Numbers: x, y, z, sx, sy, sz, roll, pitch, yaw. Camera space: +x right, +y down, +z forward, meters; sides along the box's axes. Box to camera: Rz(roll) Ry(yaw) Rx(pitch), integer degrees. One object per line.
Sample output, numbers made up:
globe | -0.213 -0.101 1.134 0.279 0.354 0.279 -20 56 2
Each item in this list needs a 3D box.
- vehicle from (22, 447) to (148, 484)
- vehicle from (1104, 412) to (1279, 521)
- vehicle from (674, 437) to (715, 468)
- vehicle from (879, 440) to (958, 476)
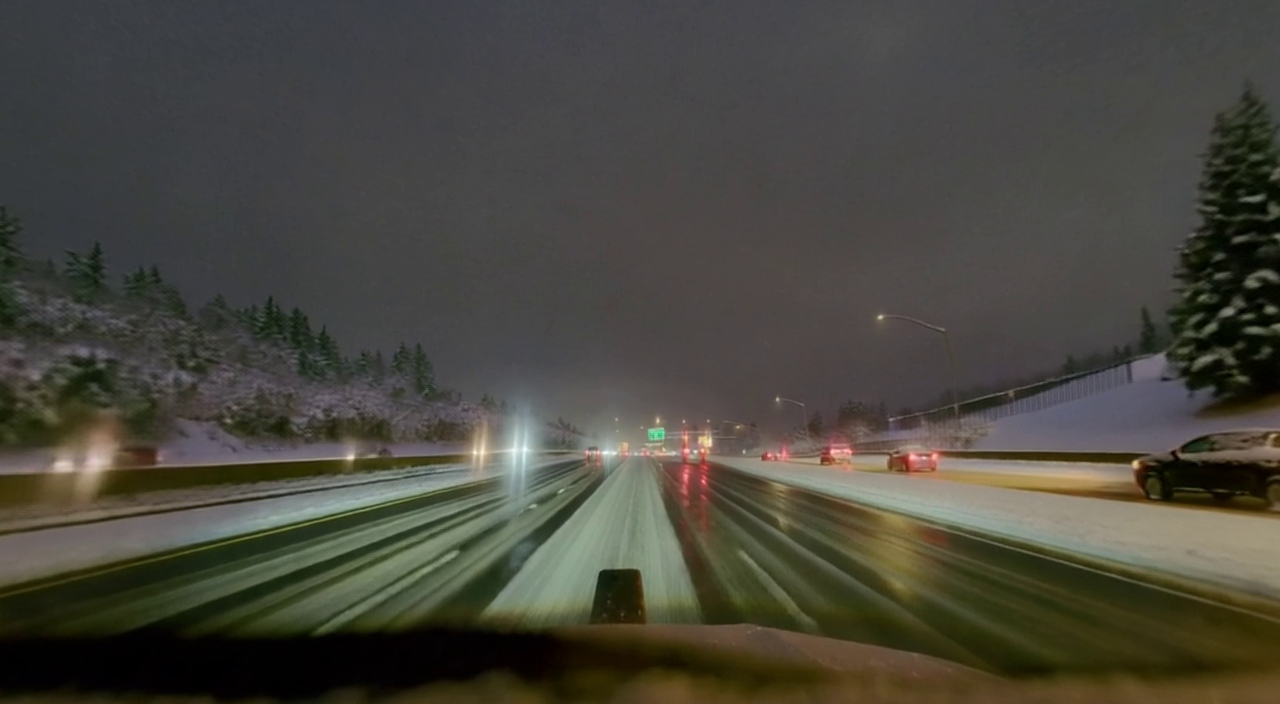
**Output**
vehicle | -25.486 5.180 29.136 1.851 1.544 4.348 0 -9 0
vehicle | 14.025 2.540 14.130 2.442 2.140 6.462 0 -9 2
vehicle | 3.341 6.316 39.514 2.147 1.794 4.538 0 -9 -1
vehicle | 14.746 5.608 33.638 2.116 1.754 4.727 0 -9 1
